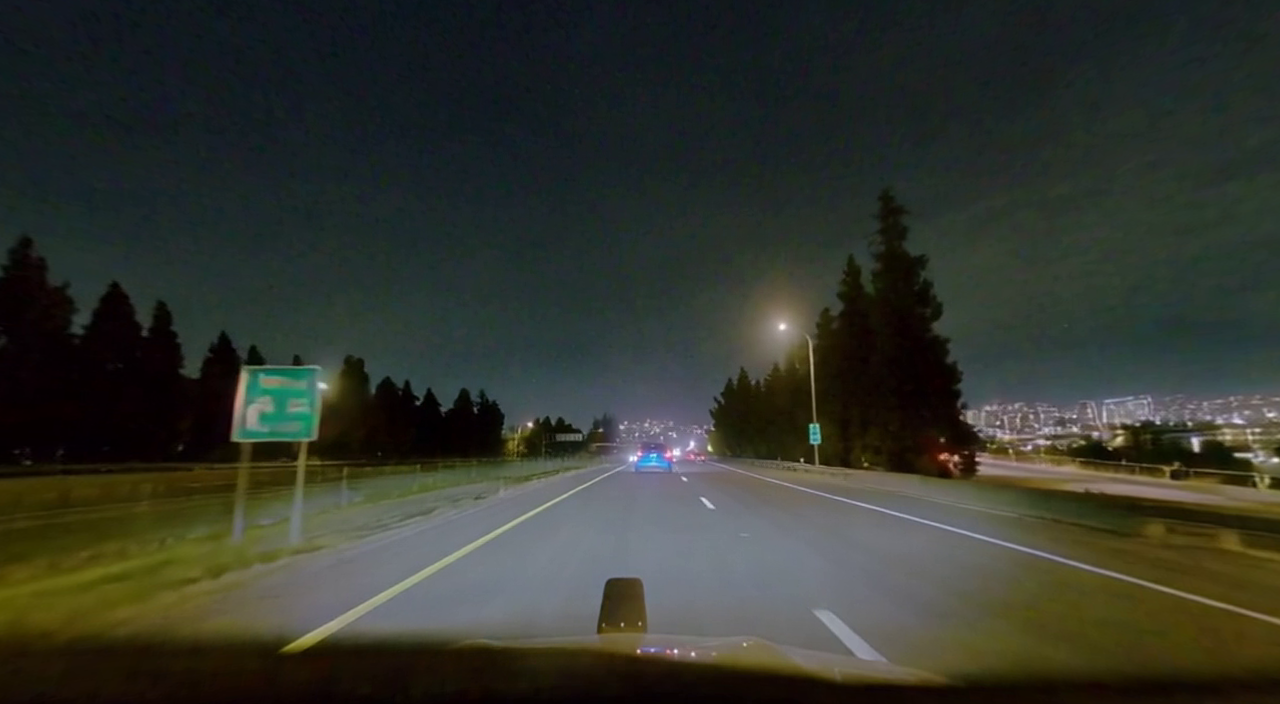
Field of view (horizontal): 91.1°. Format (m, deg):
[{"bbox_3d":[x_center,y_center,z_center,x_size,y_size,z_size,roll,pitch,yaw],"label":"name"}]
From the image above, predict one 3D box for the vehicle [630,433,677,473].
[{"bbox_3d":[0.898,5.863,36.678,2.546,2.126,5.153,-1,-9,3],"label":"vehicle"}]
